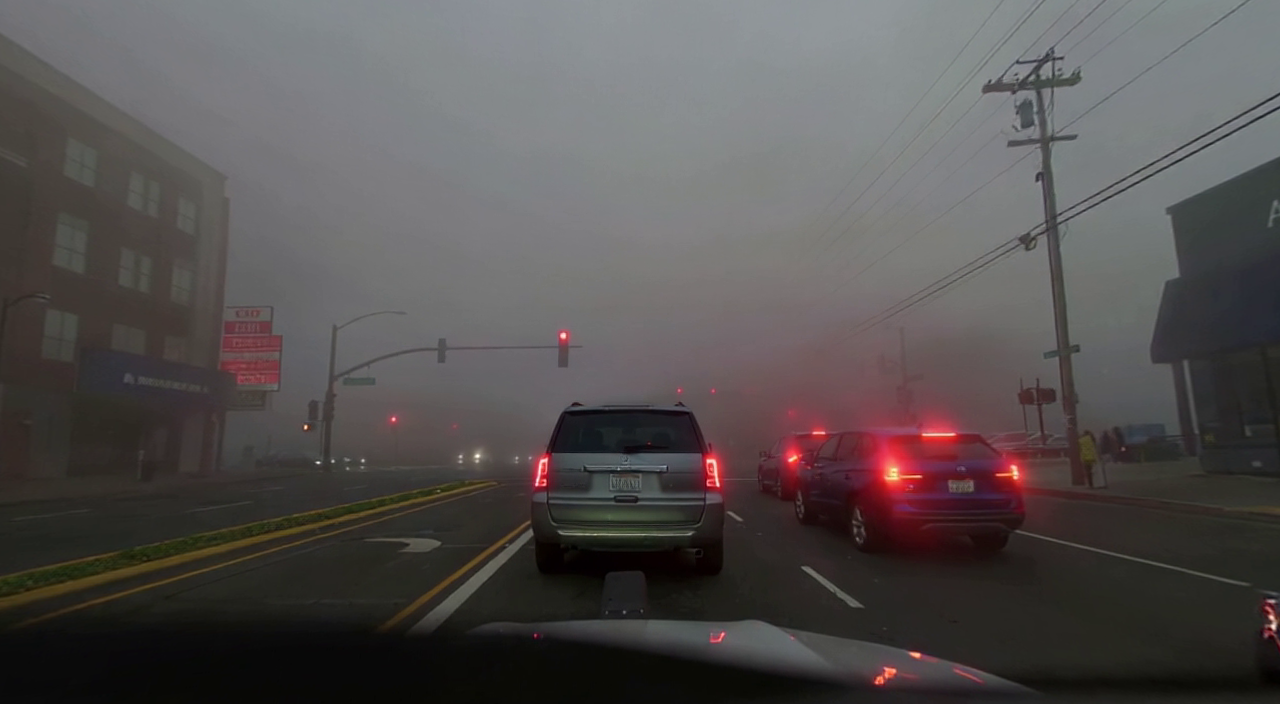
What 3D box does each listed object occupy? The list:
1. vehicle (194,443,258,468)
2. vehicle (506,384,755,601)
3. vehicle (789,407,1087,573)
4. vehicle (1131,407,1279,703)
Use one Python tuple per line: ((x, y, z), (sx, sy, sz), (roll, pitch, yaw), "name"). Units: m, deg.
((-27.412, 6.871, 41.880), (1.693, 1.563, 3.716), (0, -8, 0), "vehicle")
((0.004, 1.530, 7.687), (2.154, 1.861, 4.280), (0, -8, 3), "vehicle")
((3.629, 1.758, 8.801), (2.036, 1.719, 4.318), (0, -8, 0), "vehicle")
((3.375, 0.723, 0.807), (1.884, 1.484, 4.609), (0, -8, 2), "vehicle")
